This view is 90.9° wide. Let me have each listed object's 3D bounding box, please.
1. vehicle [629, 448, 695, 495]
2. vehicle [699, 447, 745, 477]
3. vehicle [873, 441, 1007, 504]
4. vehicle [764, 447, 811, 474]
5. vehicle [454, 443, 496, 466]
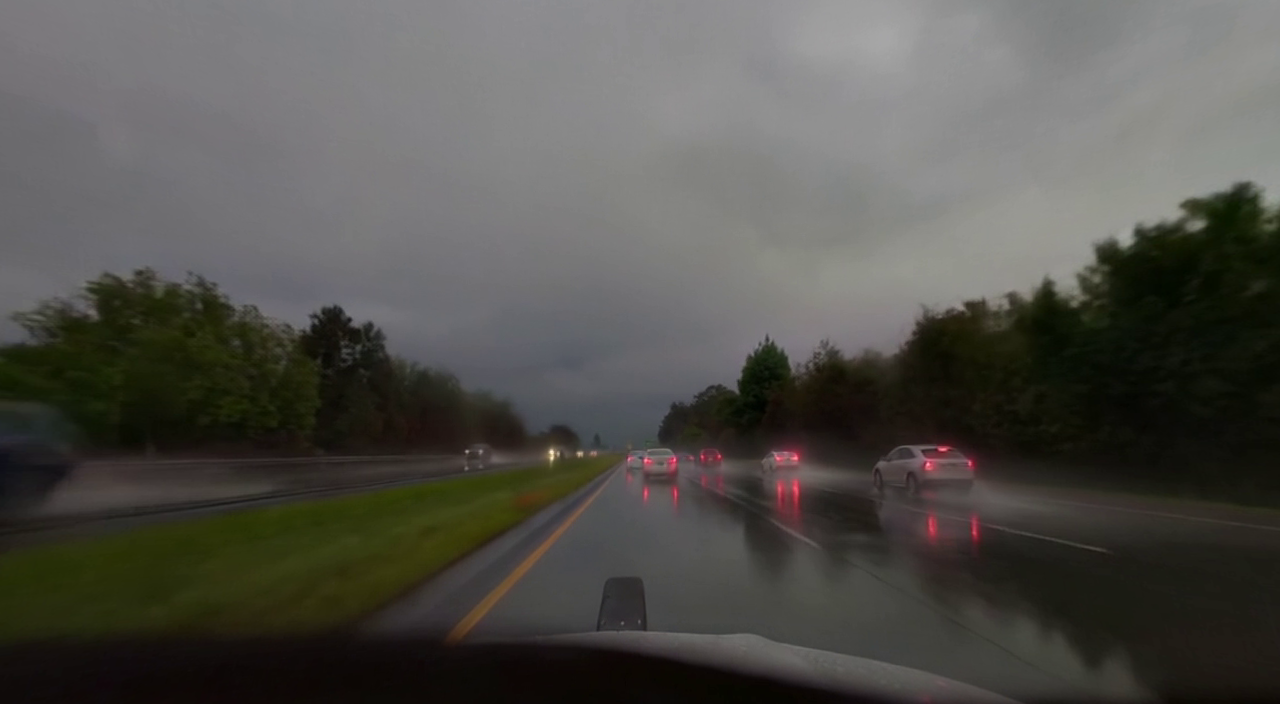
[{"bbox_3d":[0.677,3.959,21.247,2.020,1.426,3.702,0,-9,0],"label":"vehicle"},{"bbox_3d":[4.416,5.992,34.509,1.981,1.518,4.029,0,-9,0],"label":"vehicle"},{"bbox_3d":[8.249,3.320,17.746,1.847,1.554,3.752,0,-9,-1],"label":"vehicle"},{"bbox_3d":[9.184,6.760,39.523,1.957,1.594,3.632,0,-9,-1],"label":"vehicle"},{"bbox_3d":[-12.104,7.533,46.426,1.950,1.566,4.141,0,-9,1],"label":"vehicle"}]
